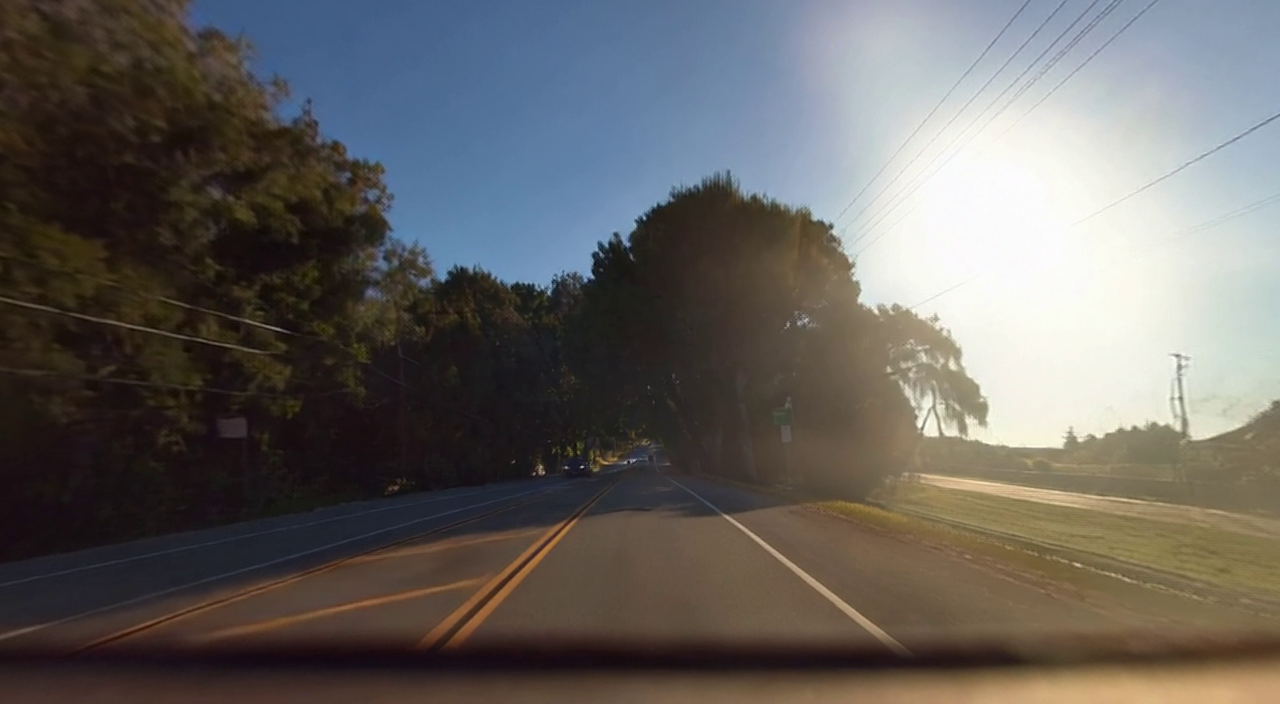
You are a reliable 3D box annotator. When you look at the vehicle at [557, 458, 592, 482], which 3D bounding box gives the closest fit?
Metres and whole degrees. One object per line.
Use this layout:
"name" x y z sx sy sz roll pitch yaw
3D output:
"vehicle" -4.748 8.595 46.195 2.000 1.546 4.342 0 -8 1
